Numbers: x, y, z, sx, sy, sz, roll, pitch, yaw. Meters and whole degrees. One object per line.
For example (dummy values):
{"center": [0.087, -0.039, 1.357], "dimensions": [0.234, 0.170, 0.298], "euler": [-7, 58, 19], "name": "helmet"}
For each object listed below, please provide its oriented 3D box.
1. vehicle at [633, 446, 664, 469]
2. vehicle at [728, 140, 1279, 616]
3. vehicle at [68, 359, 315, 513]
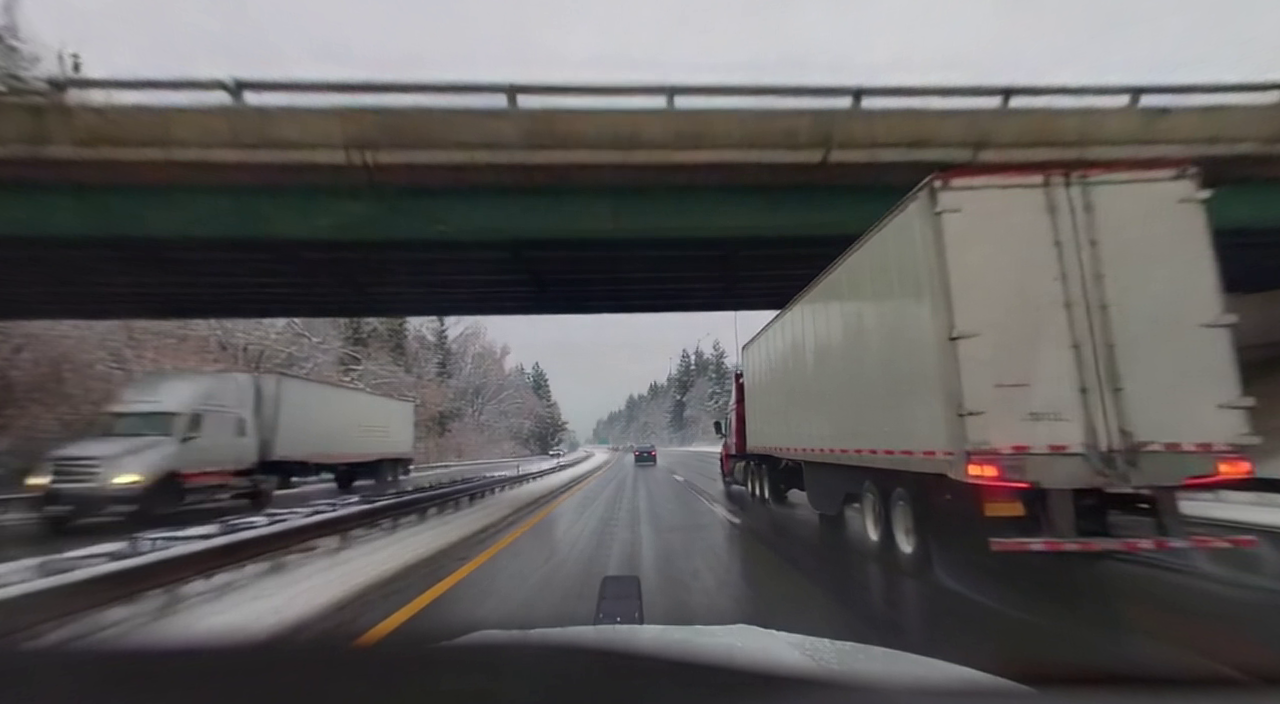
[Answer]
{"center": [0.526, 6.967, 41.447], "dimensions": [1.961, 1.454, 3.755], "euler": [0, -9, 0], "name": "vehicle"}
{"center": [4.386, 1.212, 12.707], "dimensions": [2.956, 4.281, 14.327], "euler": [0, -9, -1], "name": "vehicle"}
{"center": [-13.630, 2.681, 19.923], "dimensions": [3.170, 4.126, 5.938], "euler": [0, -9, 0], "name": "vehicle"}
